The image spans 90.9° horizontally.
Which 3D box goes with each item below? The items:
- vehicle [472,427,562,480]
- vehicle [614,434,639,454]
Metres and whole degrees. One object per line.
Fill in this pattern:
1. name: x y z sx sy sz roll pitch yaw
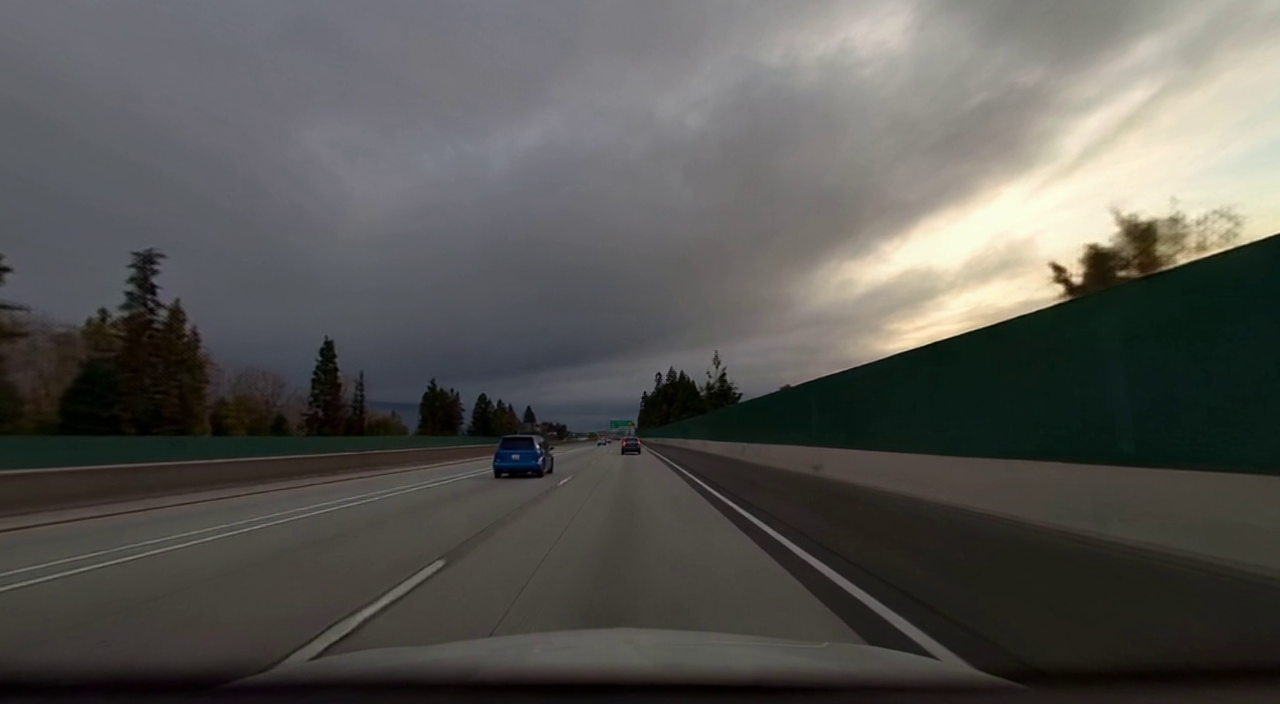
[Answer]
1. vehicle: -3.953 3.343 21.140 2.072 1.545 4.767 0 -8 0
2. vehicle: -0.989 7.024 48.326 1.836 1.450 3.519 0 -8 -1
